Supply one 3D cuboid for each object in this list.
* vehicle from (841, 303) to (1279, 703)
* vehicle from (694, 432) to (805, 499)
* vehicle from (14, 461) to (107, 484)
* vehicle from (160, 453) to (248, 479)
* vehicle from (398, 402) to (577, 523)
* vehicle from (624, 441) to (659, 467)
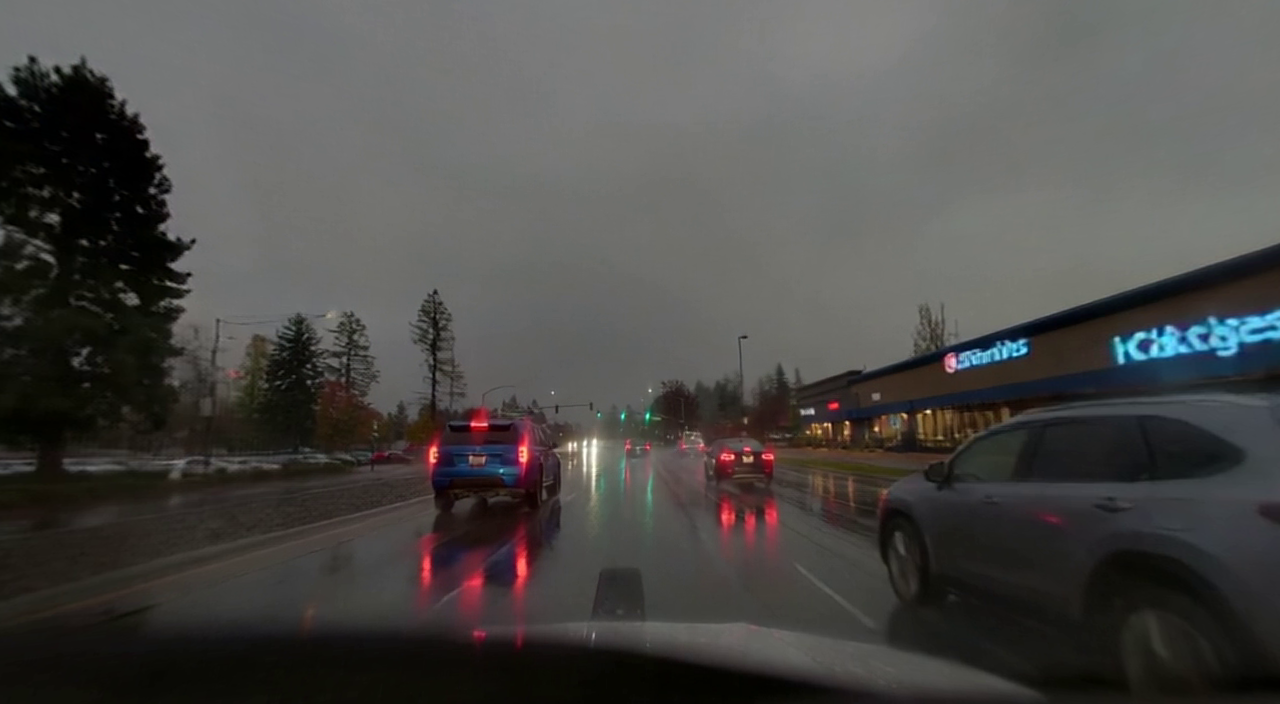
[{"bbox_3d":[2.862,0.962,3.457,2.018,1.719,4.369,0,-8,-1],"label":"vehicle"},{"bbox_3d":[2.858,3.094,17.709,2.174,1.596,4.779,0,-8,-1],"label":"vehicle"},{"bbox_3d":[-42.275,8.792,46.237,4.526,1.514,1.988,5,-10,-29],"label":"vehicle"},{"bbox_3d":[-28.749,7.532,41.743,4.441,1.625,1.916,-1,-8,3],"label":"vehicle"},{"bbox_3d":[-2.861,2.282,13.481,2.368,2.037,5.319,0,-8,1],"label":"vehicle"},{"bbox_3d":[0.057,6.032,37.469,2.008,1.464,4.052,0,-8,-1],"label":"vehicle"}]
